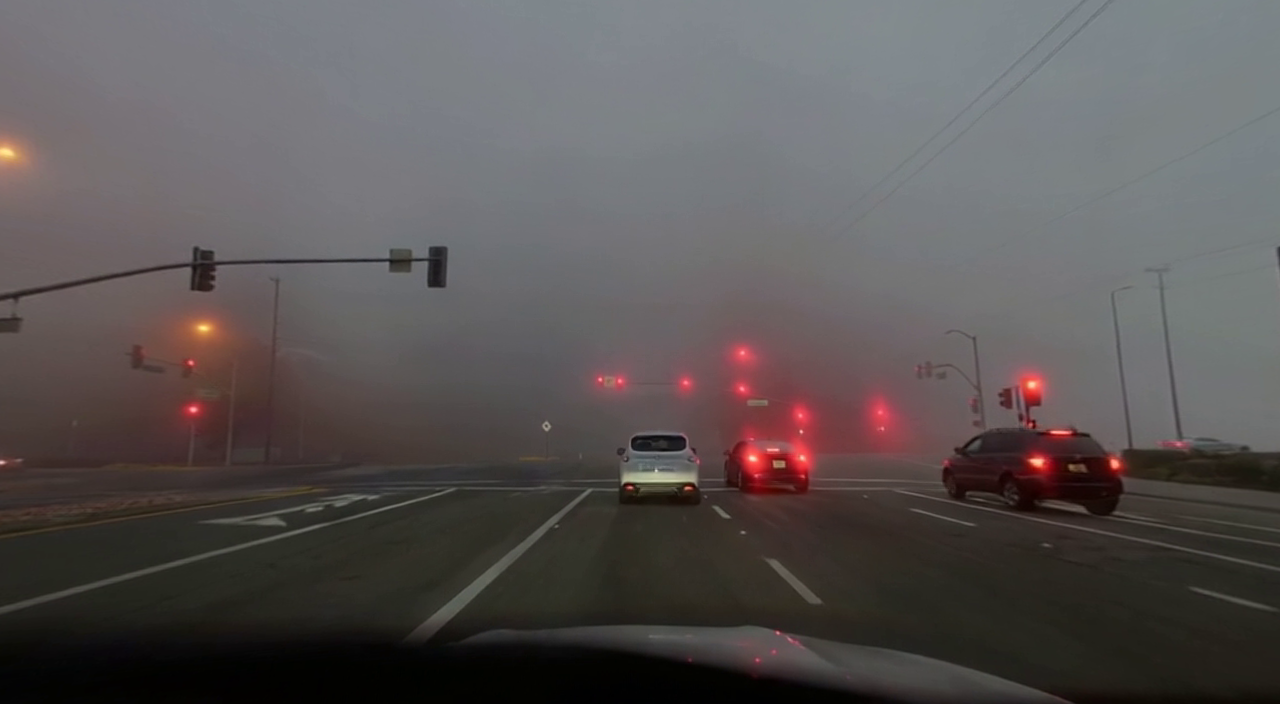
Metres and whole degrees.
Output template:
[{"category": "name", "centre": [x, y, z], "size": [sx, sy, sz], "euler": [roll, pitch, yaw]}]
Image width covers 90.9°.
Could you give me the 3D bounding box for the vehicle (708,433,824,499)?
[{"category": "vehicle", "centre": [3.007, 2.829, 16.031], "size": [1.994, 1.436, 4.169], "euler": [0, -8, -2]}]

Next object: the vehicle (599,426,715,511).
[{"category": "vehicle", "centre": [0.286, 2.446, 13.759], "size": [2.099, 1.516, 4.681], "euler": [0, -8, -1]}]

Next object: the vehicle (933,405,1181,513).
[{"category": "vehicle", "centre": [8.510, 2.248, 13.634], "size": [2.132, 1.892, 4.851], "euler": [0, -8, 2]}]
